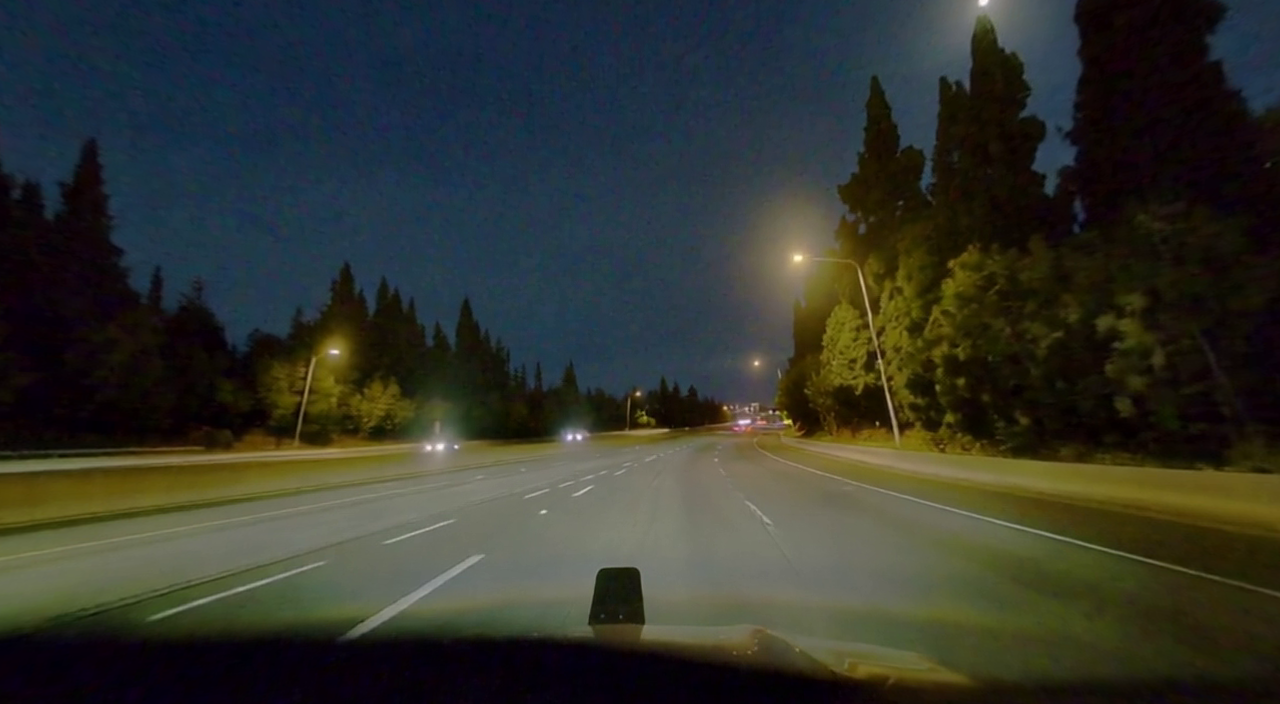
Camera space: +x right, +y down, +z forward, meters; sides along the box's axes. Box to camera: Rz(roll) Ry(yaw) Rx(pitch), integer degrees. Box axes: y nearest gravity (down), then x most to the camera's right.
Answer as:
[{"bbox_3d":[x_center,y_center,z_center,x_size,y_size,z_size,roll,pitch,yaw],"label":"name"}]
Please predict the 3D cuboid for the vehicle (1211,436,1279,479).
[{"bbox_3d":[35.909,5.961,35.717,2.193,2.281,5.602,-2,-10,8],"label":"vehicle"}]
